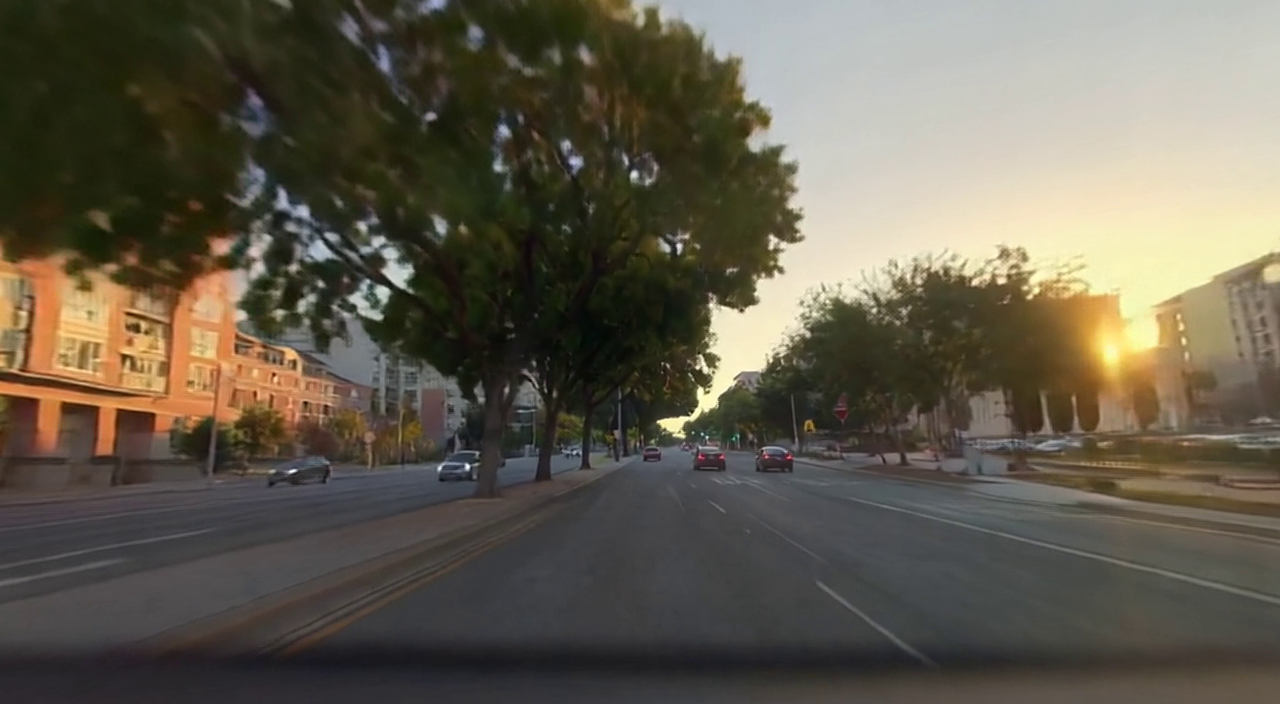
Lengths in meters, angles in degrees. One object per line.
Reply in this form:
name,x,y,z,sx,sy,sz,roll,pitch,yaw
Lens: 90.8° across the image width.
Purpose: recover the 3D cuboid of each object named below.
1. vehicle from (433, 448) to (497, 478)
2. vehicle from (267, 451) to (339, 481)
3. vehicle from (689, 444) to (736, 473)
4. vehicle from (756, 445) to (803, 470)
vehicle,-9.439,6.035,34.565,2.012,1.520,4.645,-1,-9,2
vehicle,-21.205,7.174,40.017,1.995,1.684,4.487,-1,-9,2
vehicle,3.979,5.941,35.447,2.020,1.479,4.650,0,-9,-1
vehicle,8.579,6.519,39.234,1.932,1.439,4.159,0,-9,0
